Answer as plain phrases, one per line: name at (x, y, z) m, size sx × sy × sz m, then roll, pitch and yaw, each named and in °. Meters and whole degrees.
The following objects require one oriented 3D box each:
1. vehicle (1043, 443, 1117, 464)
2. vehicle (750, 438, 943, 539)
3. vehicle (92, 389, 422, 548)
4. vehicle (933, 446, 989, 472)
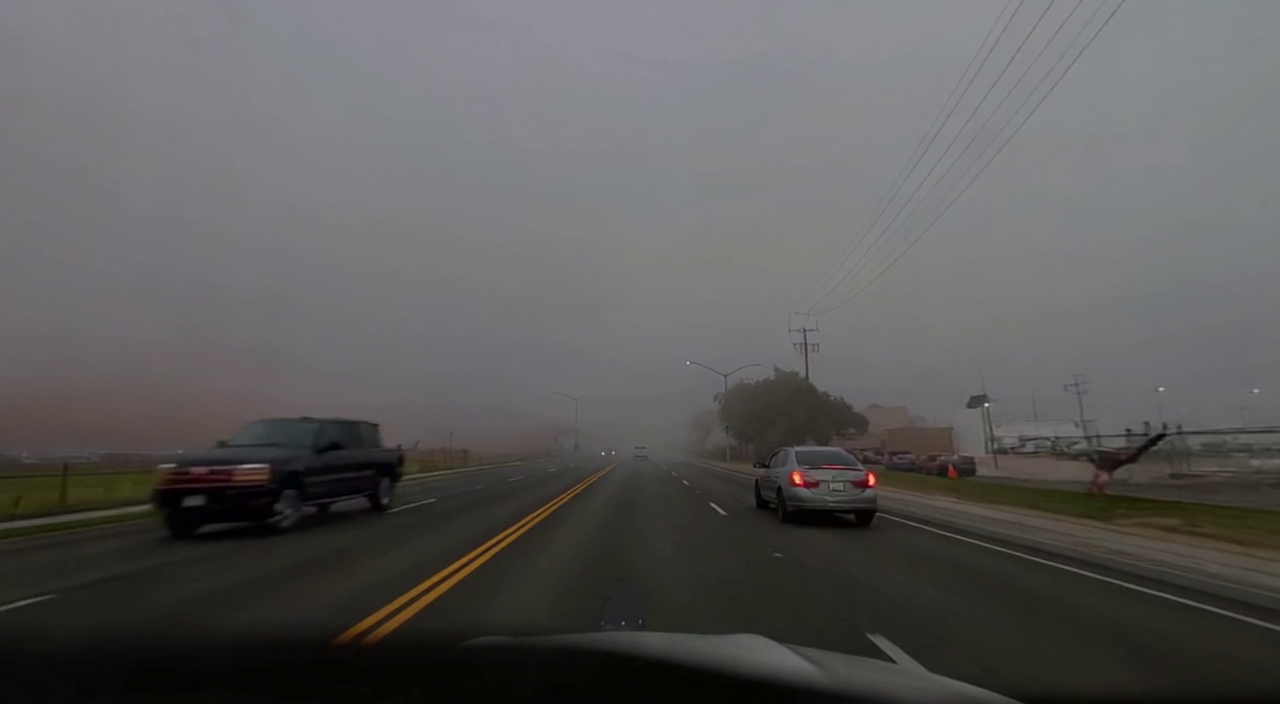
vehicle at (34.507, 7.985, 49.367) m, size 4.526 × 1.514 × 1.957 m, roll -5°, pitch -10°, yaw 31°
vehicle at (3.634, 2.478, 12.167) m, size 2.148 × 1.562 × 4.642 m, roll 0°, pitch -9°, yaw 0°
vehicle at (-6.639, 2.140, 12.225) m, size 2.538 × 2.287 × 6.052 m, roll 0°, pitch -8°, yaw 0°
vehicle at (21.104, 6.993, 41.193) m, size 4.279 × 1.545 × 1.850 m, roll 8°, pitch -11°, yaw -43°
